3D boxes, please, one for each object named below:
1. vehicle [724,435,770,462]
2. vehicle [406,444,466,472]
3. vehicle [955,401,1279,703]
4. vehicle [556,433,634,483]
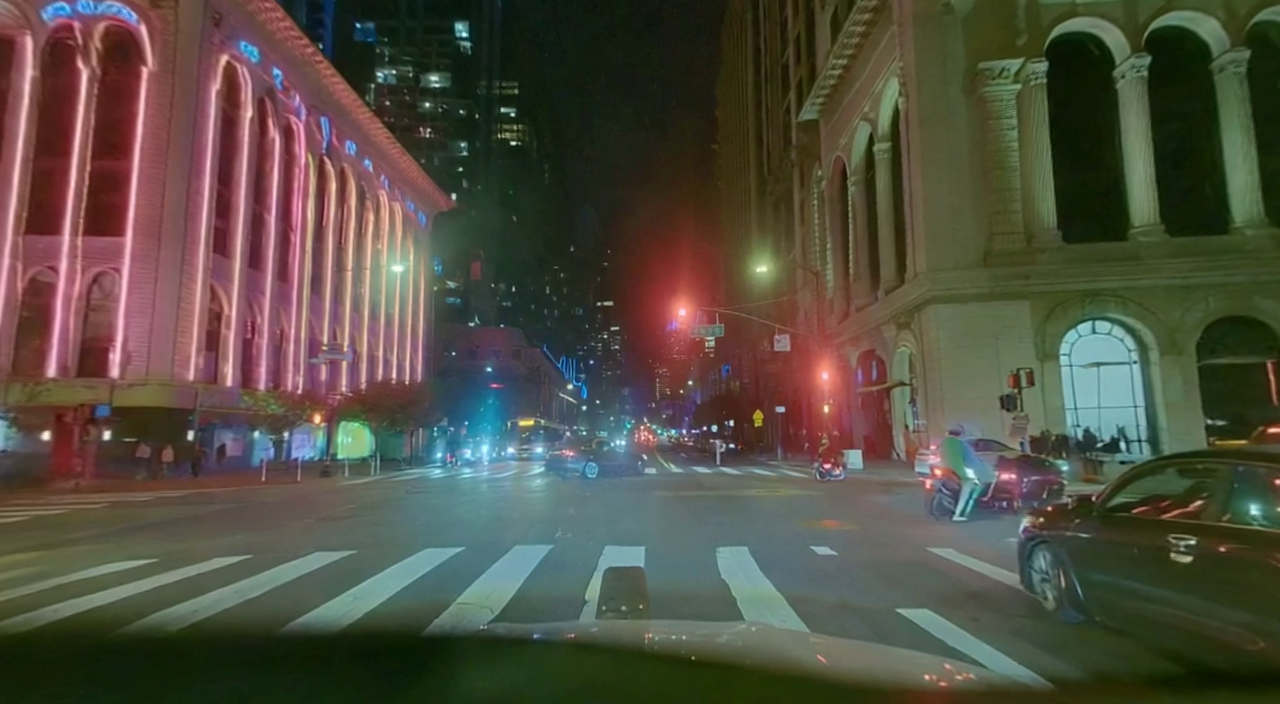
[{"bbox_3d":[6.405,5.827,38.164,1.926,1.574,3.961,0,-8,-2],"label":"vehicle"},{"bbox_3d":[-11.776,6.120,36.721,1.998,1.505,4.405,0,-8,0],"label":"vehicle"},{"bbox_3d":[3.830,1.177,4.033,2.006,1.495,4.271,-1,-8,10],"label":"vehicle"},{"bbox_3d":[-1.857,3.870,23.649,2.050,1.465,5.388,-1,-6,-13],"label":"vehicle"}]
